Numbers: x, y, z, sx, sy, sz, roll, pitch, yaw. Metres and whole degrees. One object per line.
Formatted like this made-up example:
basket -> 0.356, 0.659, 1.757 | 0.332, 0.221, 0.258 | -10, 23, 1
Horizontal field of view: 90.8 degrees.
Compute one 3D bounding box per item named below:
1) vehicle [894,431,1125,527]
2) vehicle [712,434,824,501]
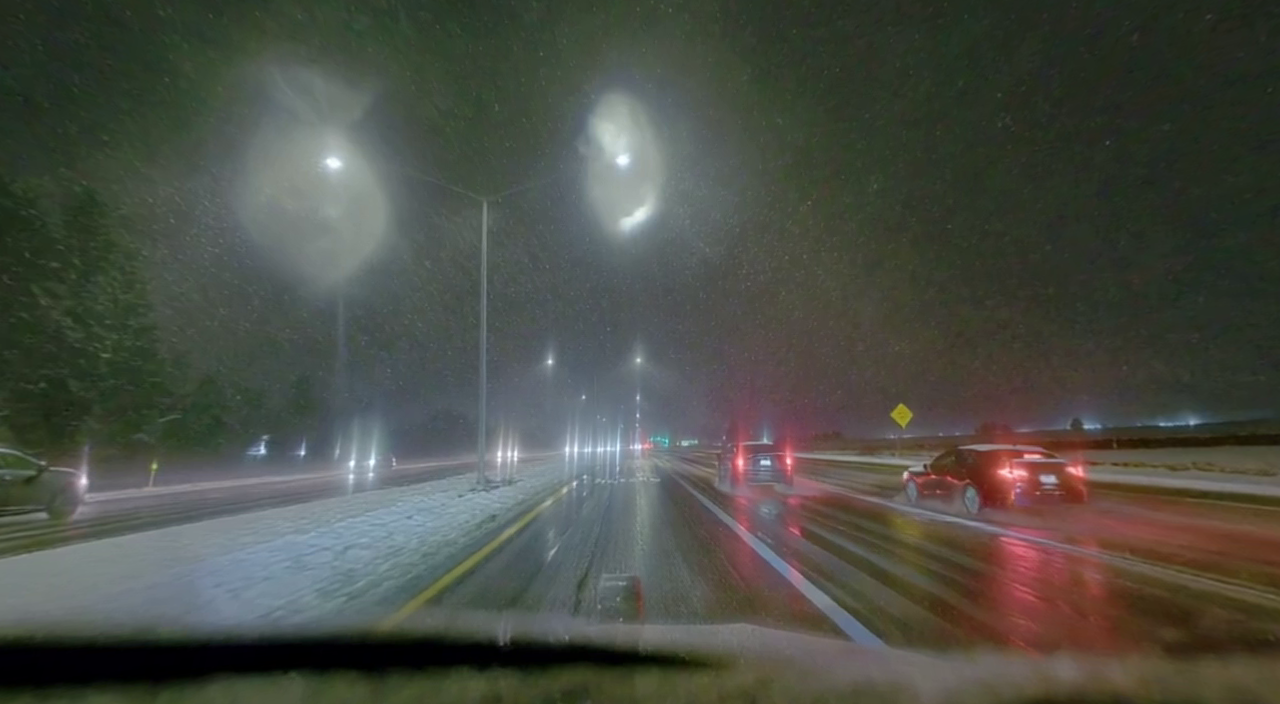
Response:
vehicle -> 6.806, 2.357, 12.267 | 2.038, 1.528, 3.910 | 0, -8, -1
vehicle -> 3.286, 3.058, 17.178 | 2.056, 1.553, 4.320 | 0, -8, -1
